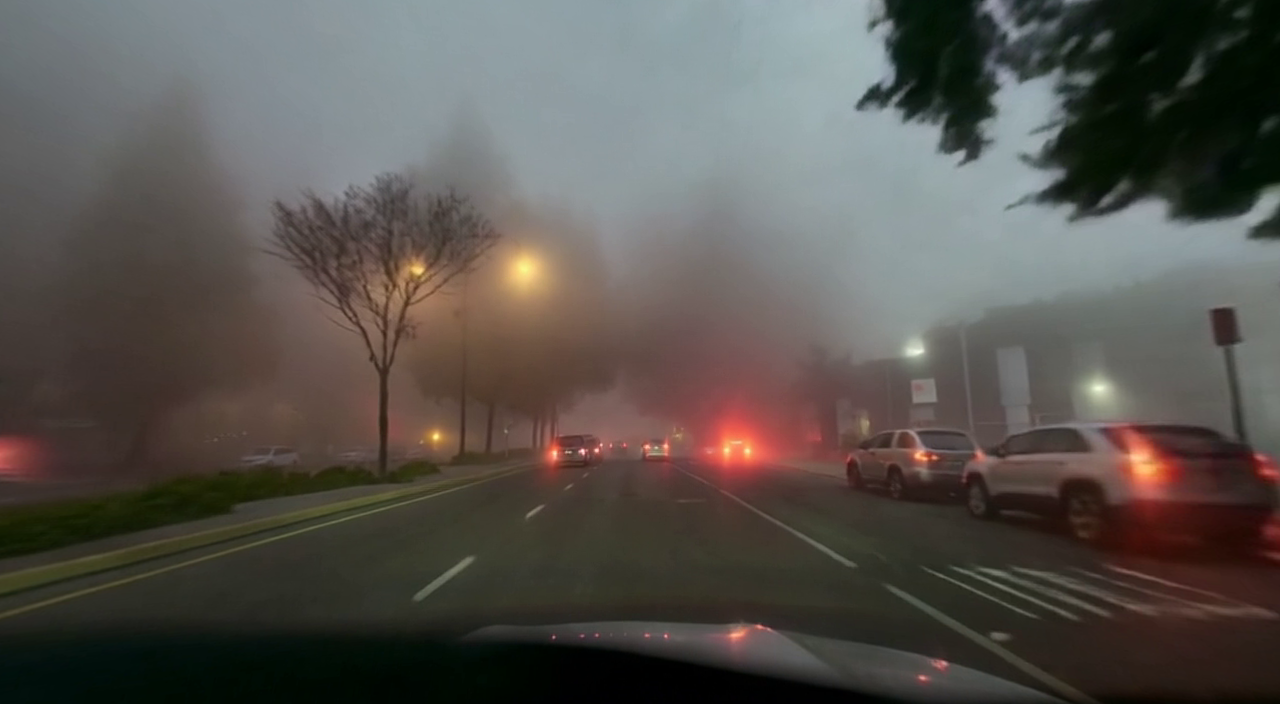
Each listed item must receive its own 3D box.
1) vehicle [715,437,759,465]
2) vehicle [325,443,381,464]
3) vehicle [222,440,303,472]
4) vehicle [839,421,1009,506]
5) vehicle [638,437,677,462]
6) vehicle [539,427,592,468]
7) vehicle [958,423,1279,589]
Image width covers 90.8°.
[{"bbox_3d":[6.252,6.432,41.234,2.164,1.727,3.955,0,-8,-1],"label":"vehicle"},{"bbox_3d":[-22.535,7.982,49.906,2.111,1.554,5.163,0,-8,-1],"label":"vehicle"},{"bbox_3d":[-22.352,6.129,37.627,1.996,1.767,4.613,0,-8,-1],"label":"vehicle"},{"bbox_3d":[6.956,2.771,16.116,2.216,1.847,4.321,0,-8,-1],"label":"vehicle"},{"bbox_3d":[1.109,6.516,42.289,2.201,1.589,3.843,0,-8,-4],"label":"vehicle"},{"bbox_3d":[-3.827,5.025,33.330,2.223,1.957,4.845,0,-8,0],"label":"vehicle"},{"bbox_3d":[7.138,2.003,9.262,2.320,1.764,4.731,0,-8,-2],"label":"vehicle"}]
